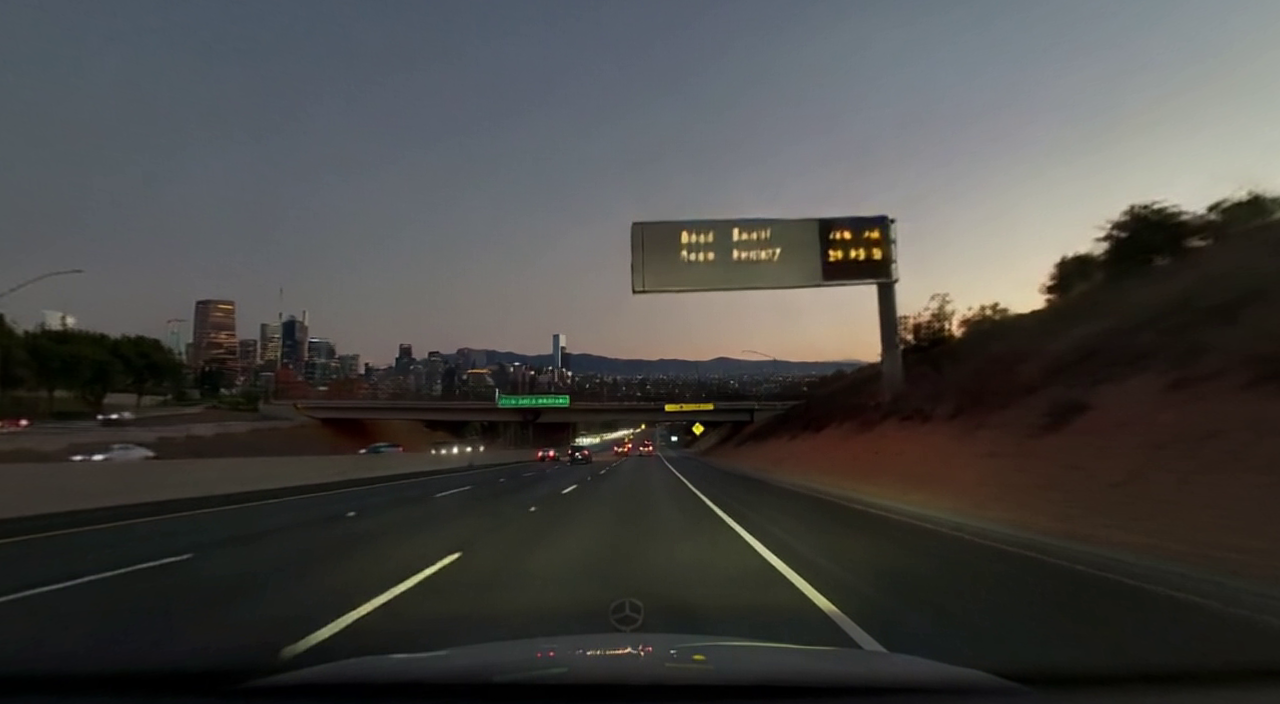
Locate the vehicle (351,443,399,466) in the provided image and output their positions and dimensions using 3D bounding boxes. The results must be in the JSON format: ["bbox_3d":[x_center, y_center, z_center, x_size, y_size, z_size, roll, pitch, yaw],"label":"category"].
[{"bbox_3d":[-16.539,6.408,39.482,1.529,1.390,3.336,0,-8,0],"label":"vehicle"}]

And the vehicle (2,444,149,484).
[{"bbox_3d":[-27.968,5.532,31.555,2.679,1.808,5.054,0,-8,-1],"label":"vehicle"}]
